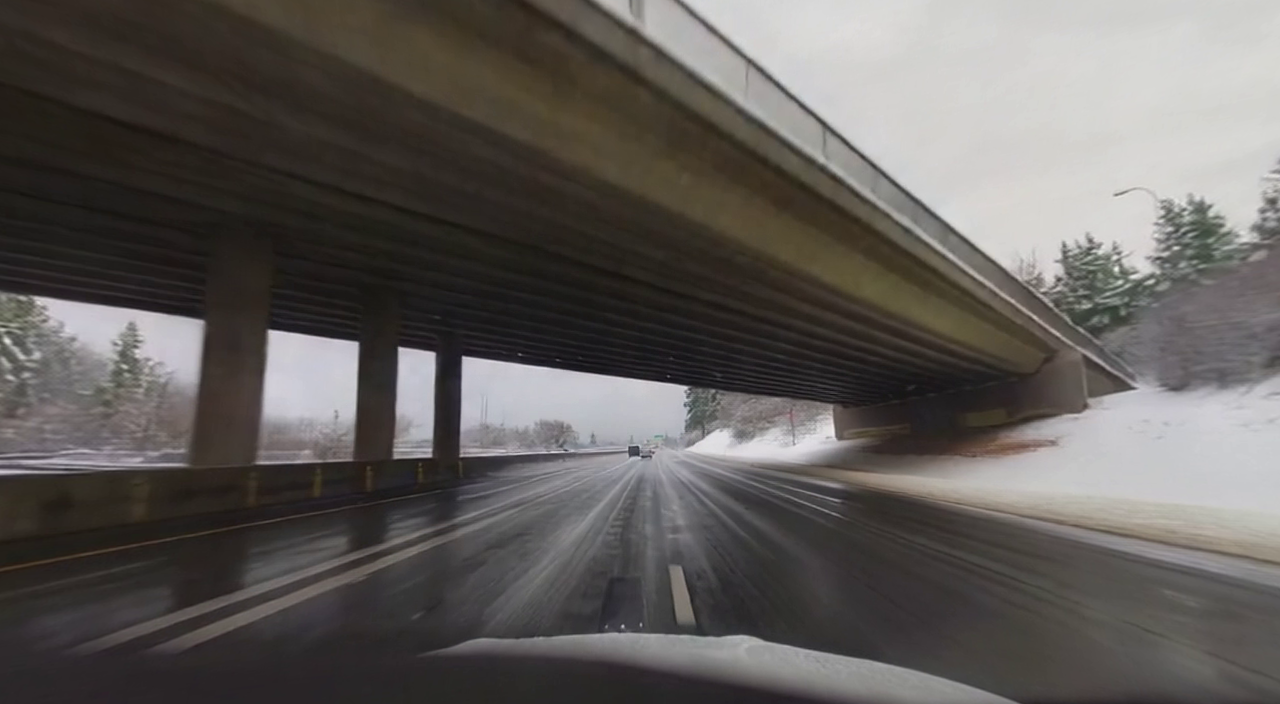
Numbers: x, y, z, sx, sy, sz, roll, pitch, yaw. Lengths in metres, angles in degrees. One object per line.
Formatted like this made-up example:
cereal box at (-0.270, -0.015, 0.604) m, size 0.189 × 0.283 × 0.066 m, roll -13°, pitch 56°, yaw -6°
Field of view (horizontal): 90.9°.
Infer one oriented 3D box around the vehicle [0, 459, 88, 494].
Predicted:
vehicle at (-30.525, 6.319, 32.235) m, size 1.914 × 1.593 × 4.363 m, roll 3°, pitch -9°, yaw -21°

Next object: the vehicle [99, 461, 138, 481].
vehicle at (-41.281, 9.395, 49.859) m, size 3.941 × 1.464 × 1.815 m, roll -9°, pitch -12°, yaw 43°
